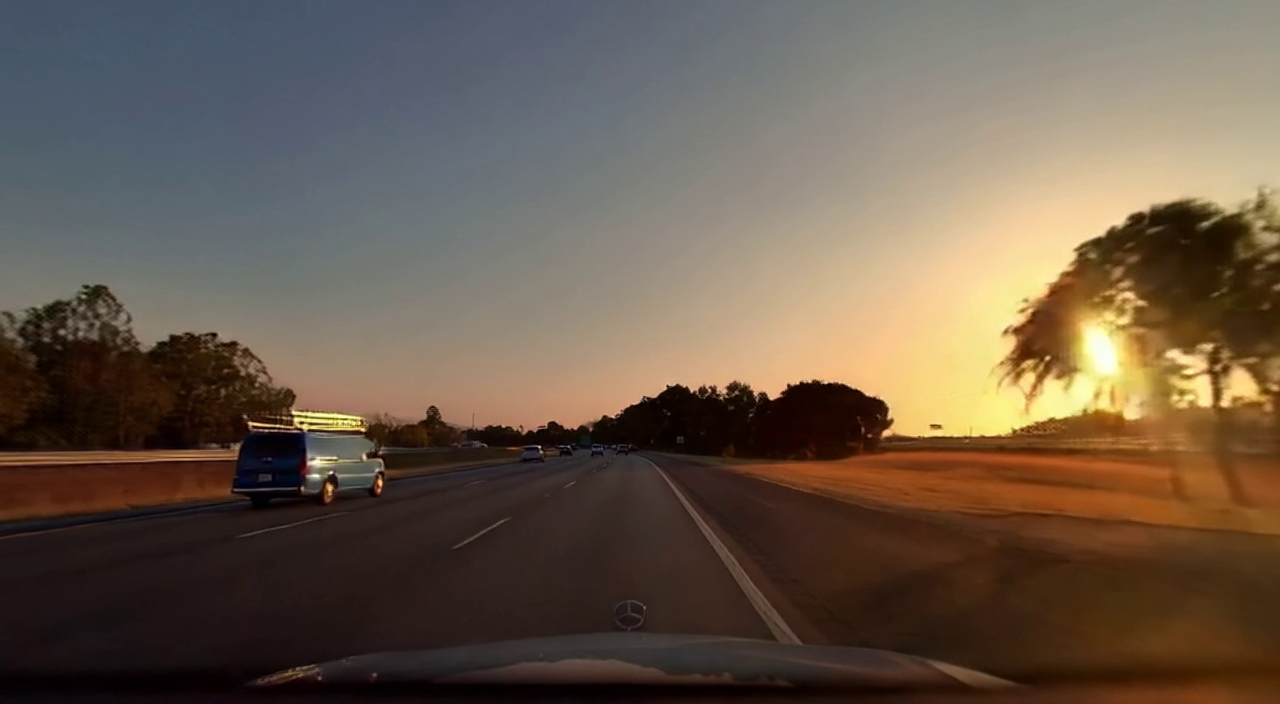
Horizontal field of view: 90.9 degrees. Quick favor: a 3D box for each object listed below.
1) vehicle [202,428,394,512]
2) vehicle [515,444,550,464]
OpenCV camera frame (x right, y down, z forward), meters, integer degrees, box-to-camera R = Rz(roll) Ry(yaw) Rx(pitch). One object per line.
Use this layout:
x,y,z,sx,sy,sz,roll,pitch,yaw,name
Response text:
-8.138,2.843,15.700,2.093,1.752,4.771,0,-9,0,vehicle
-8.398,8.008,49.727,1.958,1.499,4.437,0,-9,0,vehicle
